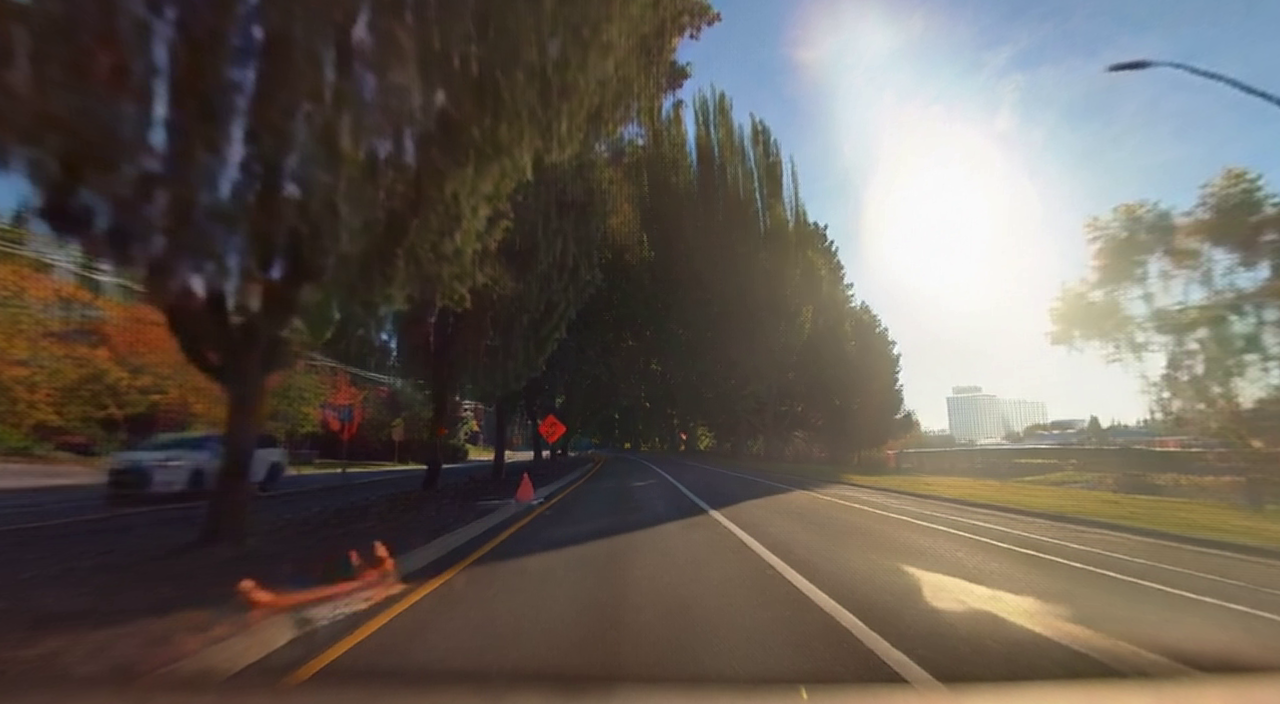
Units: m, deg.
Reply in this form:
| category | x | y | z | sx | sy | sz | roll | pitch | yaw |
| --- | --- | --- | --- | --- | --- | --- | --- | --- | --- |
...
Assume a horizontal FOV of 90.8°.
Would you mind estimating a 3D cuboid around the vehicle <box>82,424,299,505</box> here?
| category | x | y | z | sx | sy | sz | roll | pitch | yaw |
| --- | --- | --- | --- | --- | --- | --- | --- | --- | --- |
| vehicle | -11.152 | 2.818 | 16.242 | 2.236 | 1.758 | 4.564 | 0 | -9 | -1 |

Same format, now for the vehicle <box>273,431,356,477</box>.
| category | x | y | z | sx | sy | sz | roll | pitch | yaw |
| --- | --- | --- | --- | --- | --- | --- | --- | --- | --- |
| vehicle | -15.739 | 4.942 | 30.771 | 2.340 | 2.062 | 3.192 | 0 | -9 | -3 |
